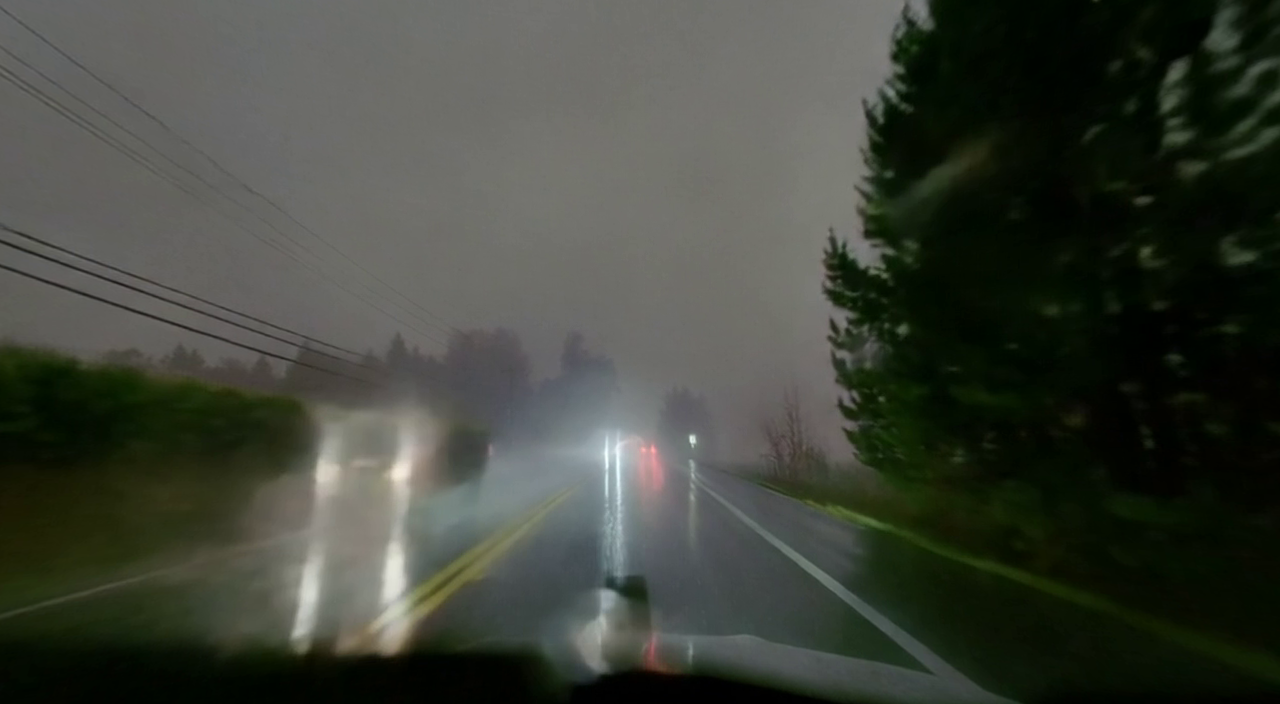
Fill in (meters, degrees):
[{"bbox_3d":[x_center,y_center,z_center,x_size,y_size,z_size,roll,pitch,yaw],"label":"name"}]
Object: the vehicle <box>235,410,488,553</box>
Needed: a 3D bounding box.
[{"bbox_3d":[-4.015,1.943,10.149,2.041,1.771,4.452,0,-8,0],"label":"vehicle"}]
